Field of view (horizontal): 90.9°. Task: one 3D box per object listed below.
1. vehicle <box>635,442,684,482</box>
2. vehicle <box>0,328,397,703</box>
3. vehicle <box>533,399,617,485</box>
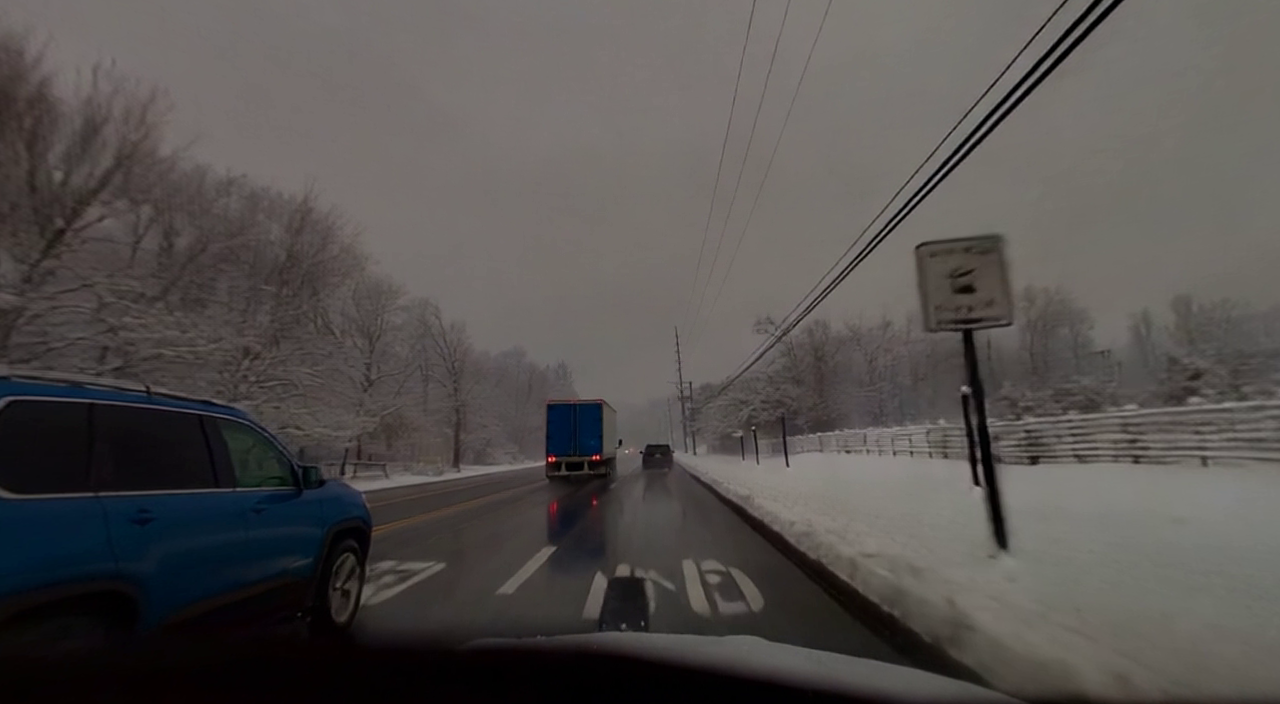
[{"bbox_3d":[0.887,5.196,29.928,2.174,1.749,4.113,0,-9,1],"label":"vehicle"},{"bbox_3d":[-3.243,1.006,3.225,2.093,1.832,4.508,0,-9,1],"label":"vehicle"},{"bbox_3d":[-2.957,4.566,31.633,2.928,3.658,8.980,0,-9,2],"label":"vehicle"}]
